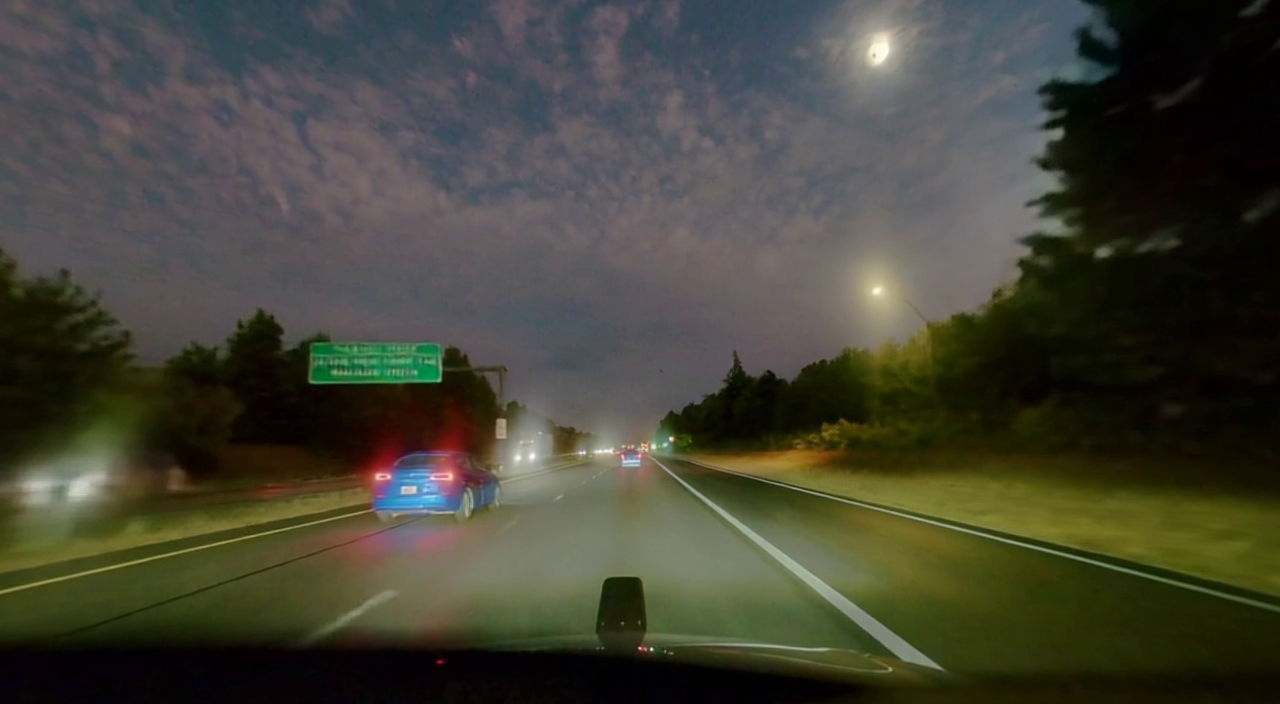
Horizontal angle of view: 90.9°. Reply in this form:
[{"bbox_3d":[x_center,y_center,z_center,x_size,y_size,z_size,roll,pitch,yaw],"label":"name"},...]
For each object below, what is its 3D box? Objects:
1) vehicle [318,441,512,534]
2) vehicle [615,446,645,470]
[{"bbox_3d":[-4.134,2.555,12.589,2.157,1.483,4.601,0,-9,0],"label":"vehicle"},{"bbox_3d":[-0.638,7.485,44.695,2.011,1.590,3.607,0,-9,1],"label":"vehicle"}]
